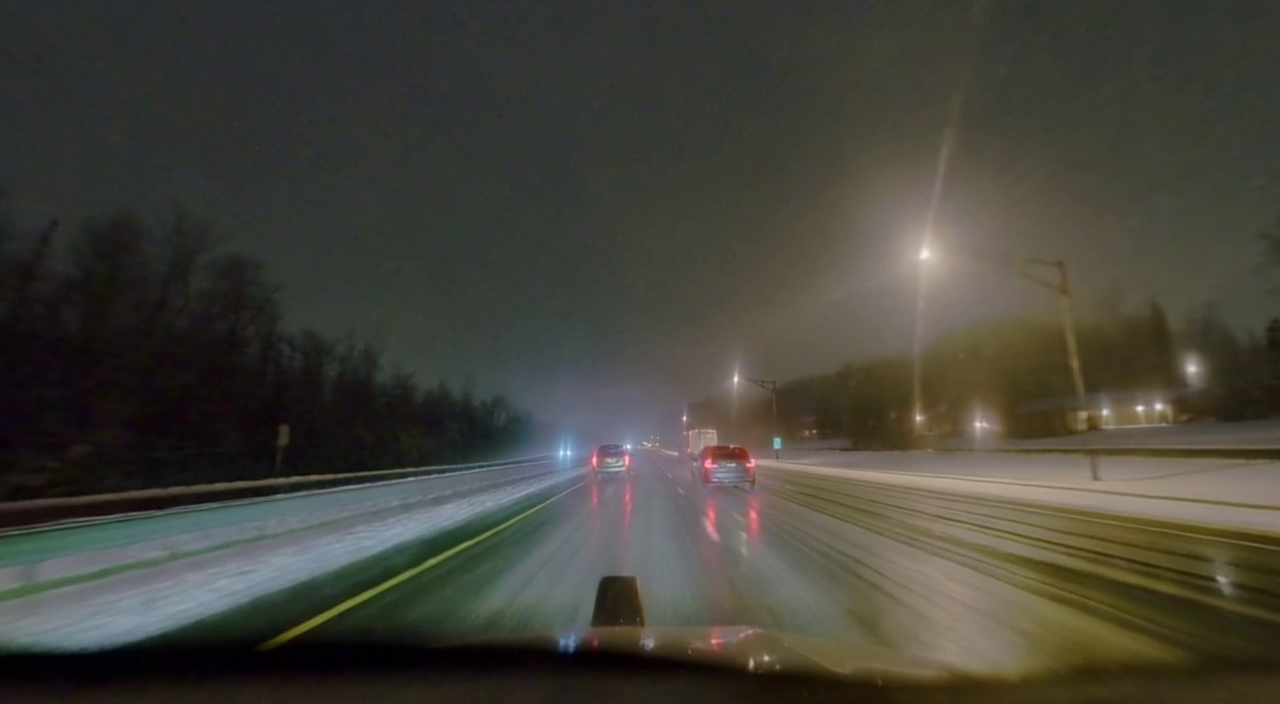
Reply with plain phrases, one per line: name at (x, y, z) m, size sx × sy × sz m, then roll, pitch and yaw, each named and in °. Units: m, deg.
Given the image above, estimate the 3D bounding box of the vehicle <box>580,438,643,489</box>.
vehicle at (-0.962, 4.175, 23.813) m, size 2.142 × 1.724 × 4.344 m, roll 0°, pitch -9°, yaw 1°

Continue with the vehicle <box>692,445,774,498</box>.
vehicle at (2.813, 3.721, 19.986) m, size 2.004 × 1.471 × 4.032 m, roll 0°, pitch -9°, yaw 0°

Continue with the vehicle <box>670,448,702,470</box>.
vehicle at (3.364, 7.921, 46.901) m, size 2.047 × 1.540 × 4.294 m, roll 0°, pitch -9°, yaw 0°
